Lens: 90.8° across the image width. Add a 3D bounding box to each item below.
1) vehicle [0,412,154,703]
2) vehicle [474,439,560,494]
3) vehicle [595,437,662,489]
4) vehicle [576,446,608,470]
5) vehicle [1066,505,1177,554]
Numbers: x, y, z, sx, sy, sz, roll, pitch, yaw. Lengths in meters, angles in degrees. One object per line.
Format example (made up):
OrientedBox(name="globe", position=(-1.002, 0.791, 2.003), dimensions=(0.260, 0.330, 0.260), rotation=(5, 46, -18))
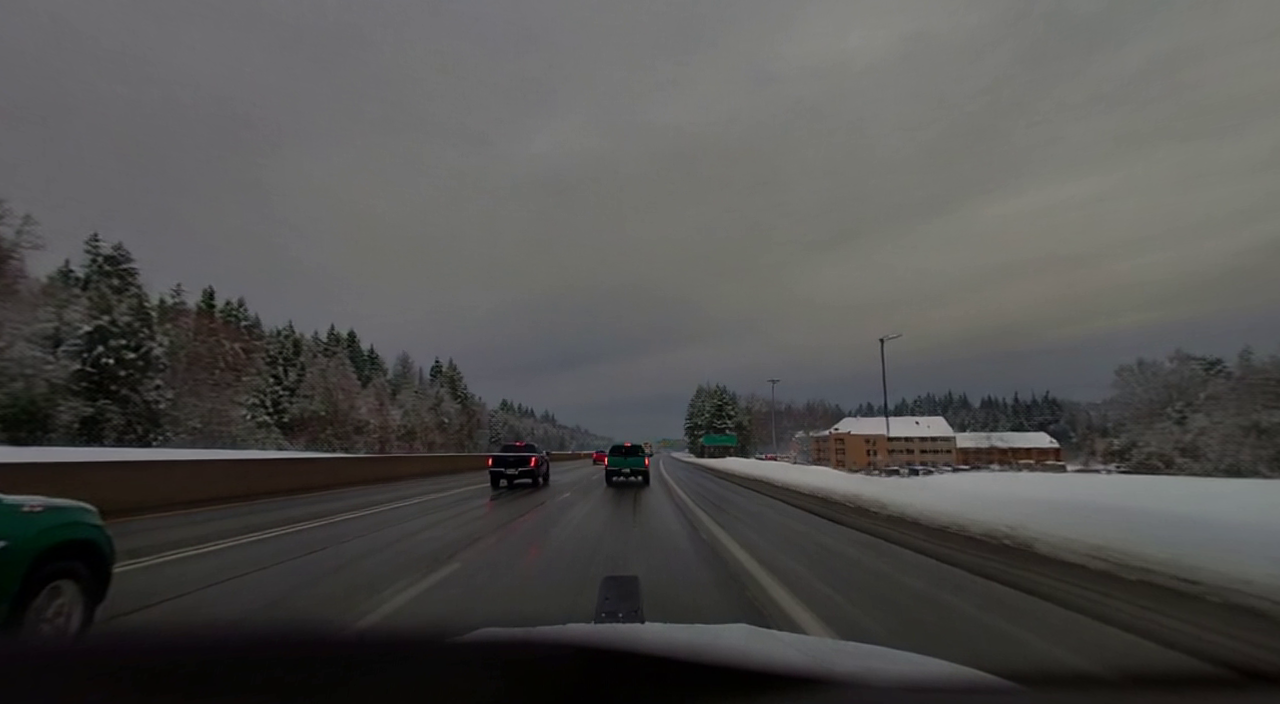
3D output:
OrientedBox(name="vehicle", position=(-4.111, 0.845, 1.803), dimensions=(1.936, 1.470, 4.402), rotation=(0, -8, 0))
OrientedBox(name="vehicle", position=(-4.242, 4.038, 22.779), dimensions=(2.038, 1.704, 5.181), rotation=(0, -8, 0))
OrientedBox(name="vehicle", position=(-0.342, 4.136, 23.911), dimensions=(2.293, 1.753, 4.380), rotation=(0, -8, 1))
OrientedBox(name="vehicle", position=(-3.743, 8.308, 49.904), dimensions=(1.991, 1.776, 4.333), rotation=(0, -8, 2))
OrientedBox(name="vehicle", position=(22.471, 8.277, 29.744), dimensions=(1.956, 1.594, 4.425), rotation=(0, -8, 5))
